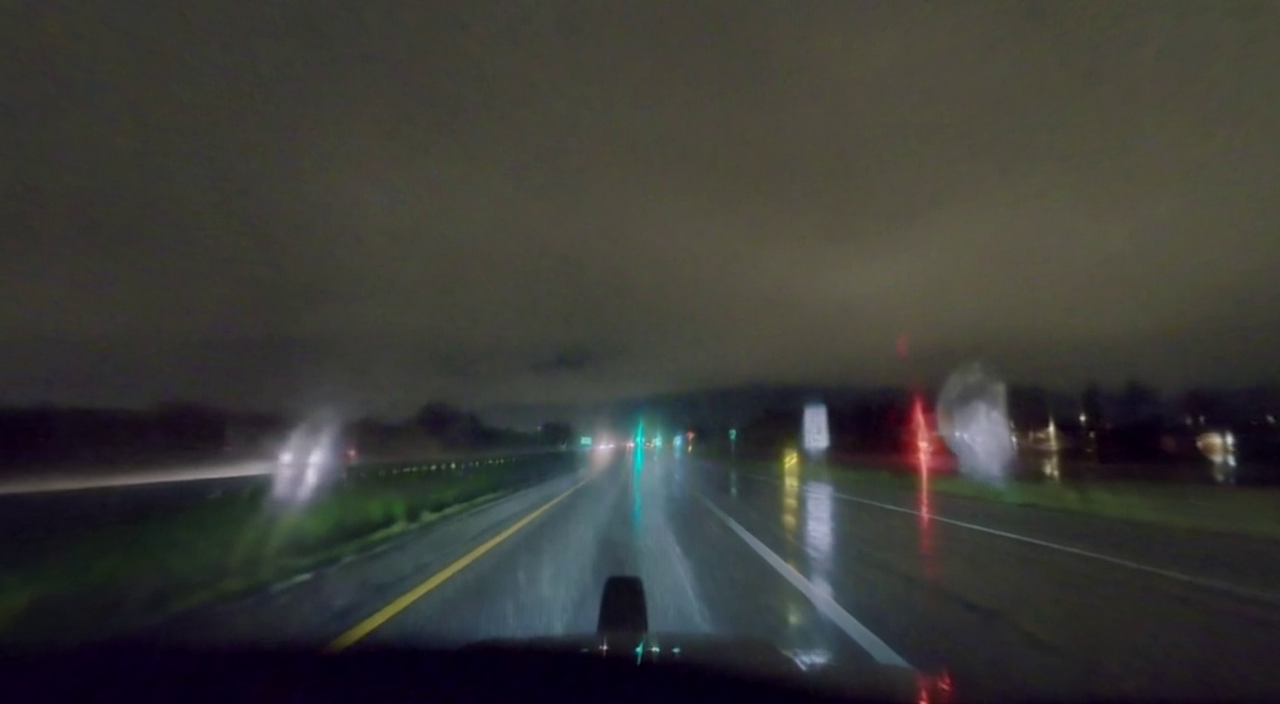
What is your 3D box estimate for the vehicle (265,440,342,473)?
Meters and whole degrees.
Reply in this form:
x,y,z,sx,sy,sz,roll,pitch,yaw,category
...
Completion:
x,y,z,sx,sy,sz,roll,pitch,yaw,category
-20.930,6.498,39.502,2.072,1.890,4.930,0,-8,1,vehicle
